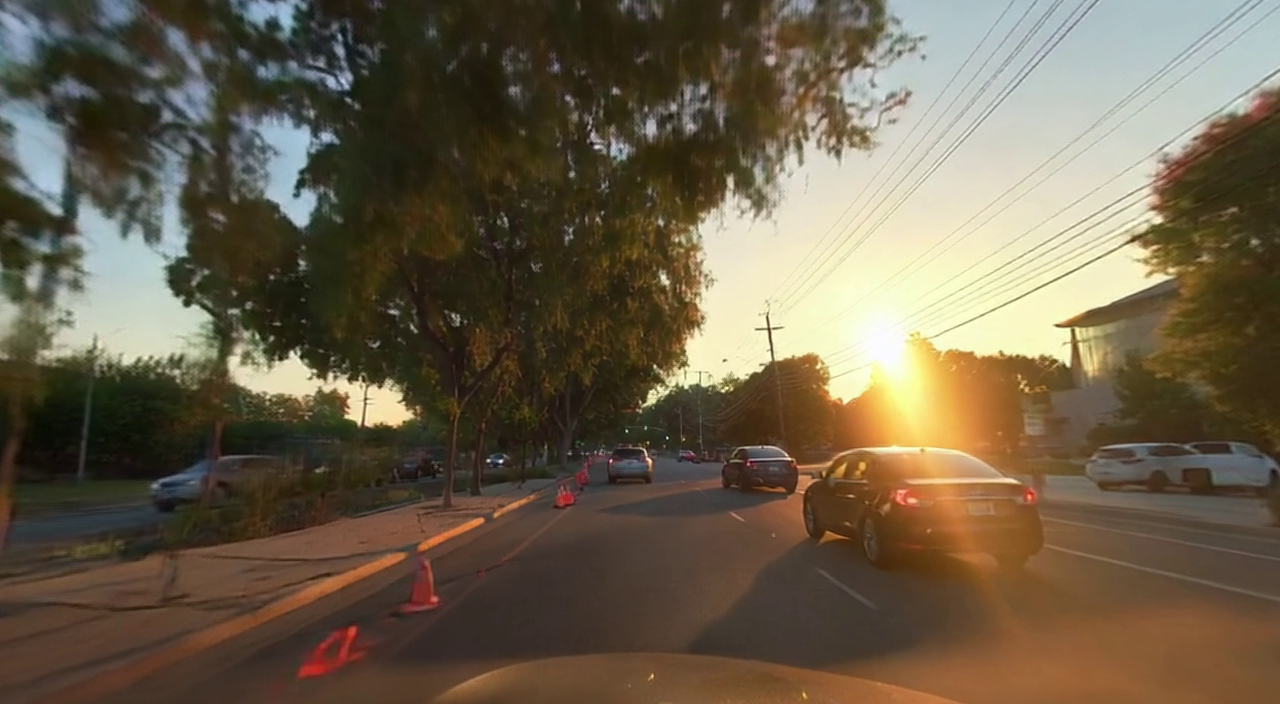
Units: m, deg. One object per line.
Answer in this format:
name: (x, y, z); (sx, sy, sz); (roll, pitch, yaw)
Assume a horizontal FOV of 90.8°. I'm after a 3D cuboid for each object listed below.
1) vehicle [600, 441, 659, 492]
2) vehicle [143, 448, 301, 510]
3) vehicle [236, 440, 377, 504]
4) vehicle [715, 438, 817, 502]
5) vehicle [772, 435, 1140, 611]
vehicle: (-0.375, 4.253, 23.888); (2.050, 1.745, 3.915); (-1, -8, 0)
vehicle: (-16.082, 4.849, 24.851); (2.258, 2.072, 5.695); (-1, -8, 0)
vehicle: (-12.480, 4.478, 24.276); (2.223, 2.091, 6.044); (0, -8, -1)
vehicle: (3.780, 3.609, 19.841); (2.116, 1.726, 4.672); (0, -8, -1)
vehicle: (3.215, 1.803, 7.762); (1.977, 1.460, 4.565); (0, -8, -3)
